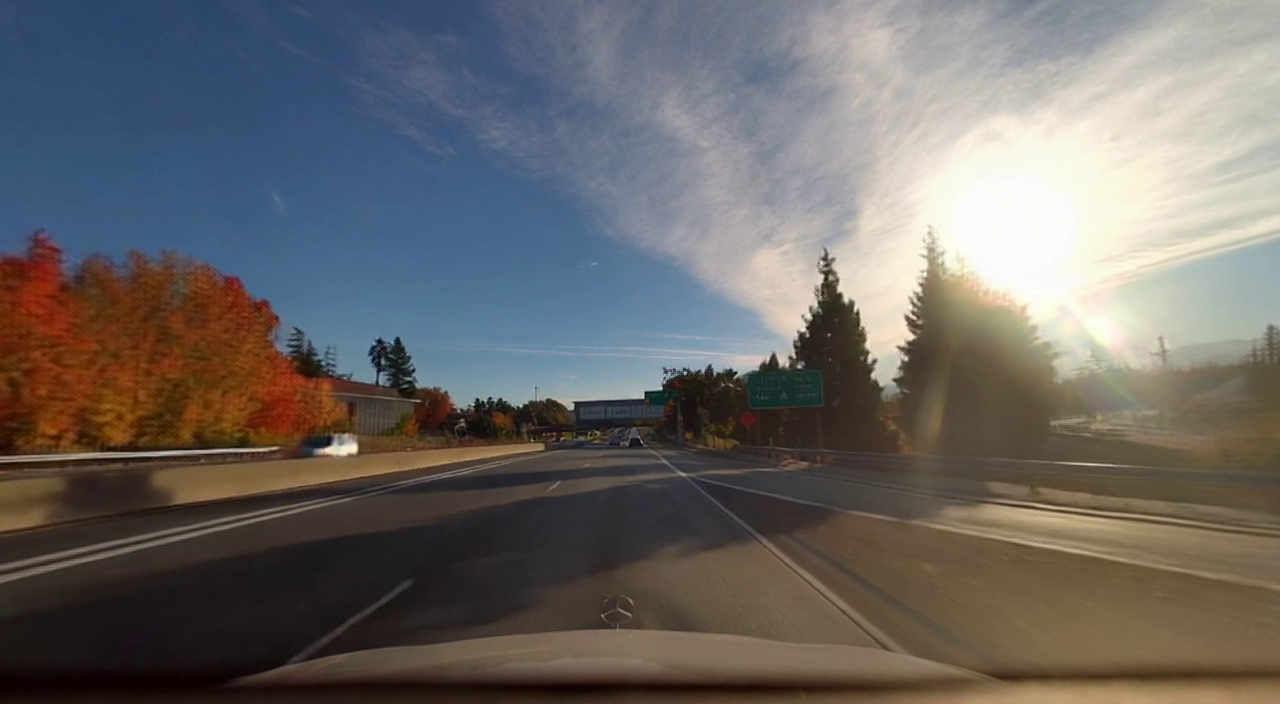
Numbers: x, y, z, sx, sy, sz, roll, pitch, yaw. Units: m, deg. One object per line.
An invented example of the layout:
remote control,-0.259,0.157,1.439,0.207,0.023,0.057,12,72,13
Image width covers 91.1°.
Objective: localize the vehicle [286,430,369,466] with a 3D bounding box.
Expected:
vehicle,-15.569,4.770,31.588,1.941,1.642,4.288,0,-8,0
